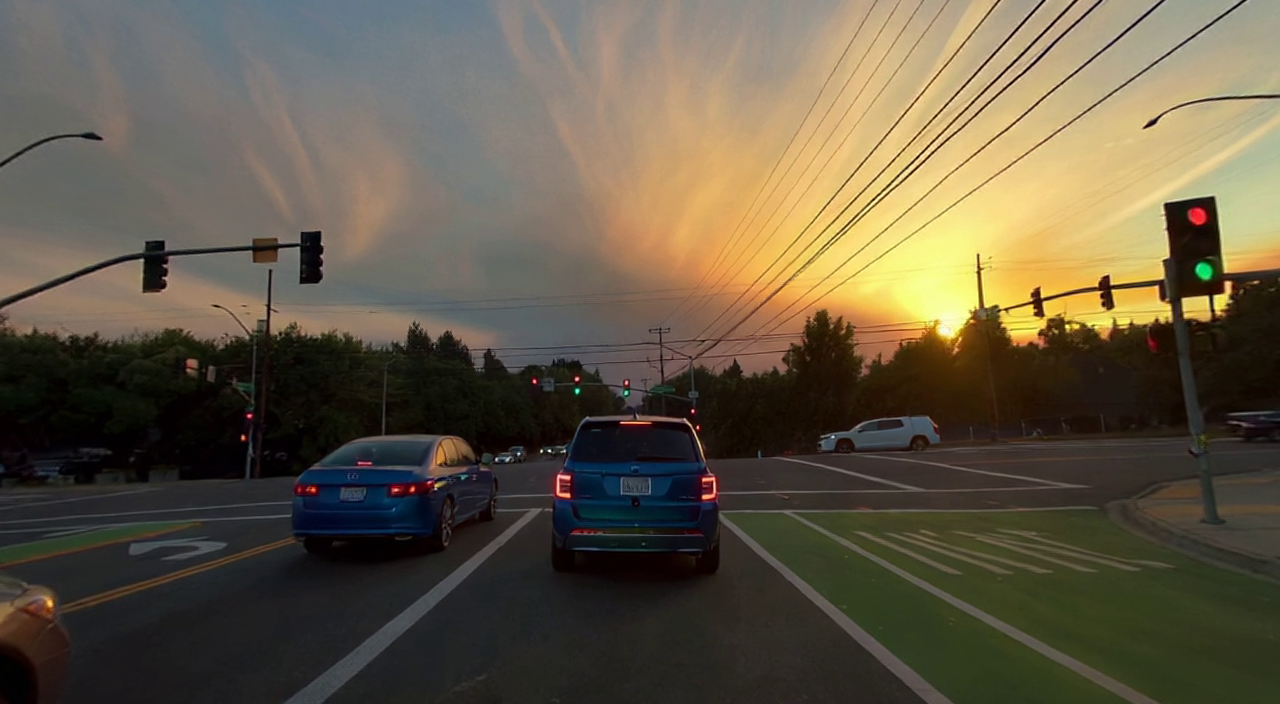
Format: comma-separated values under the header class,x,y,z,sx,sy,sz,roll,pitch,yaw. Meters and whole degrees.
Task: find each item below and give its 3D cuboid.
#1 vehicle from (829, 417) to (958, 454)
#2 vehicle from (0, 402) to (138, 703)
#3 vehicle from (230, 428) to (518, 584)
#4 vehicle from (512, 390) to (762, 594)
class,x,y,z,sx,sy,sz,roll,pitch,yaw
vehicle,13.832,4.609,34.837,6.143,1.944,2.229,-1,-8,5
vehicle,-3.350,0.658,0.436,1.928,1.488,4.936,0,-8,0
vehicle,-2.930,1.760,8.005,1.969,1.486,3.702,0,-8,1
vehicle,-0.057,1.519,7.621,2.182,1.773,4.041,0,-8,-1
